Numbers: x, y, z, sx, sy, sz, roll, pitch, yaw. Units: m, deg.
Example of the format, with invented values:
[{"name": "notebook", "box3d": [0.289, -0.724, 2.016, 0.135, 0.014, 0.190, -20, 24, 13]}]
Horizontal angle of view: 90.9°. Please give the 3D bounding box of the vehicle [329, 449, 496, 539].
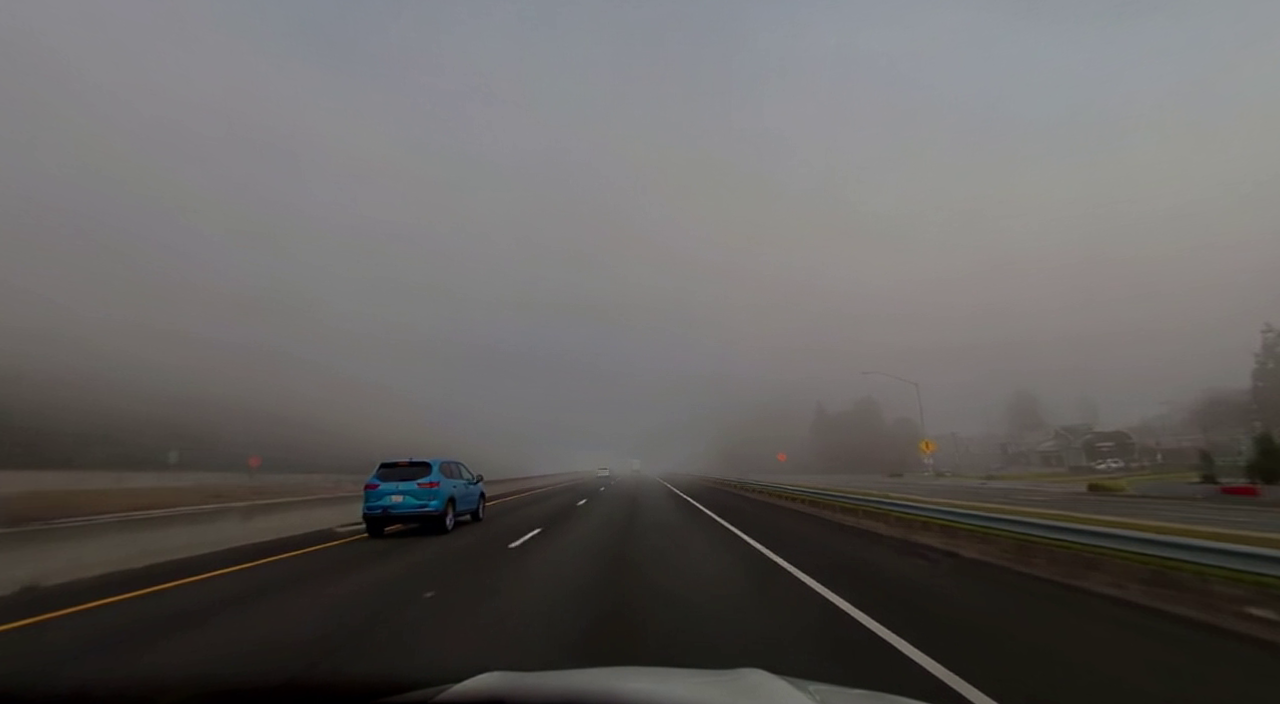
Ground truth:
[{"name": "vehicle", "box3d": [-4.436, 2.855, 13.049, 1.914, 1.534, 4.015, 1, -10, 0]}]
